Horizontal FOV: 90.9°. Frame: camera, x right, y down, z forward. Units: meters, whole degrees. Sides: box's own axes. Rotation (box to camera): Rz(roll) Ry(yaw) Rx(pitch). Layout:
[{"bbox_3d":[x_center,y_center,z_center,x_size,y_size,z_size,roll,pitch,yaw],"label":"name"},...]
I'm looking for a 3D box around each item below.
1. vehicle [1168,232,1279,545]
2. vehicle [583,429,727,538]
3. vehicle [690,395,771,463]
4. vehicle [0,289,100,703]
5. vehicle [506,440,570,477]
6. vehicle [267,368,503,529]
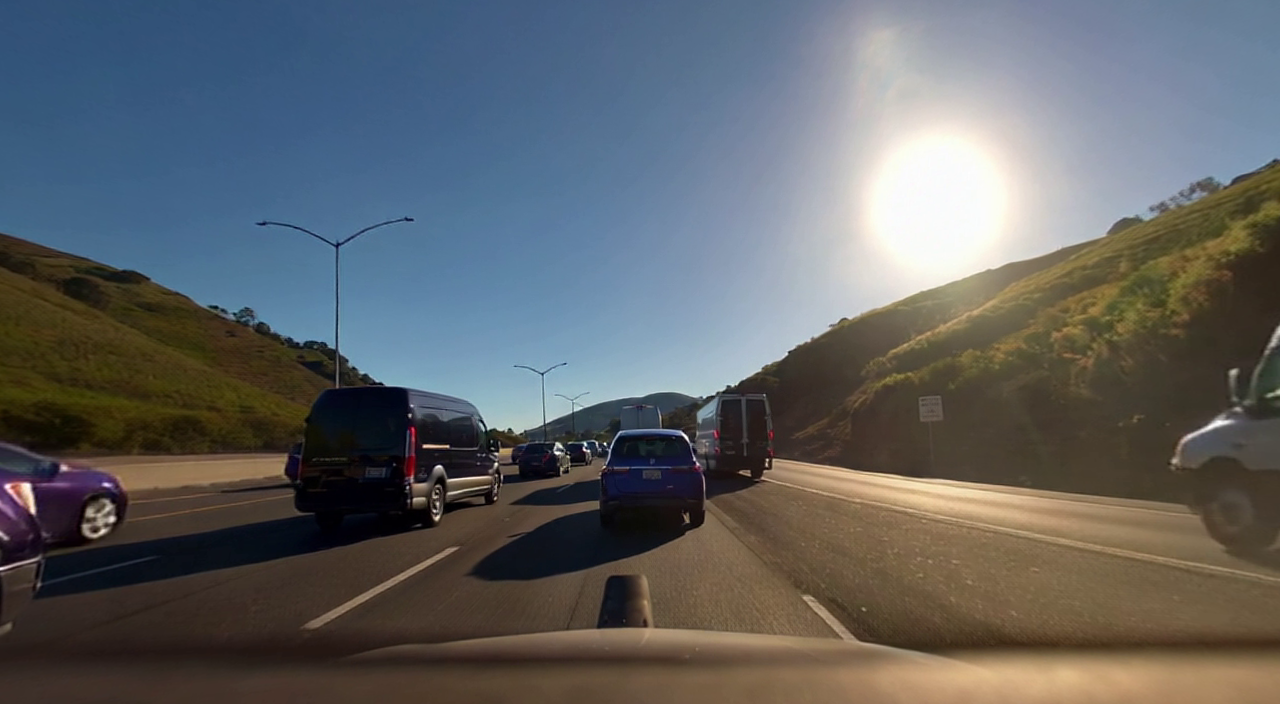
[{"bbox_3d":[11.132,-0.106,4.299,2.977,3.878,11.111,3,-9,-23],"label":"vehicle"},{"bbox_3d":[0.166,2.128,10.834,2.003,1.499,3.930,0,-8,-1],"label":"vehicle"},{"bbox_3d":[6.334,6.038,47.807,2.989,4.277,16.586,0,-8,-3],"label":"vehicle"},{"bbox_3d":[-4.283,0.415,0.877,2.195,2.086,5.445,0,-8,0],"label":"vehicle"},{"bbox_3d":[-4.422,4.679,28.004,2.007,1.457,4.447,0,-8,1],"label":"vehicle"},{"bbox_3d":[-4.647,1.933,12.867,2.300,2.522,5.701,0,-8,1],"label":"vehicle"}]
